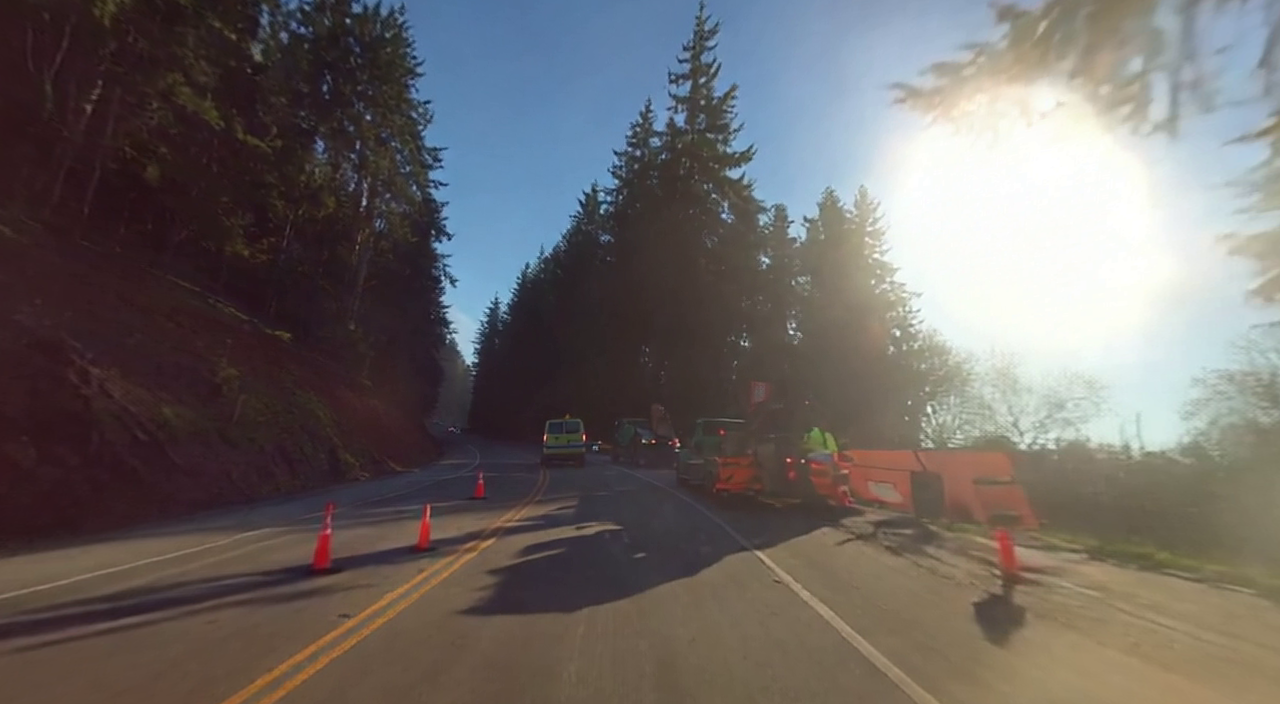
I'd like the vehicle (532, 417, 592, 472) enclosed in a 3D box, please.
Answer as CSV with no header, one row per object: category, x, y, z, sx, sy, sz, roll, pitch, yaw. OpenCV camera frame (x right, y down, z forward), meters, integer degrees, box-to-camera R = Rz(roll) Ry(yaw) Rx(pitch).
vehicle,-3.573,4.132,28.271,2.362,2.223,4.892,2,-9,-10

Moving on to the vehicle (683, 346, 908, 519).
vehicle,3.303,2.092,16.537,3.126,3.310,8.534,0,-8,-4

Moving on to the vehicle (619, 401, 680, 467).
vehicle,0.367,4.133,31.508,2.703,3.066,4.047,1,-9,-4
